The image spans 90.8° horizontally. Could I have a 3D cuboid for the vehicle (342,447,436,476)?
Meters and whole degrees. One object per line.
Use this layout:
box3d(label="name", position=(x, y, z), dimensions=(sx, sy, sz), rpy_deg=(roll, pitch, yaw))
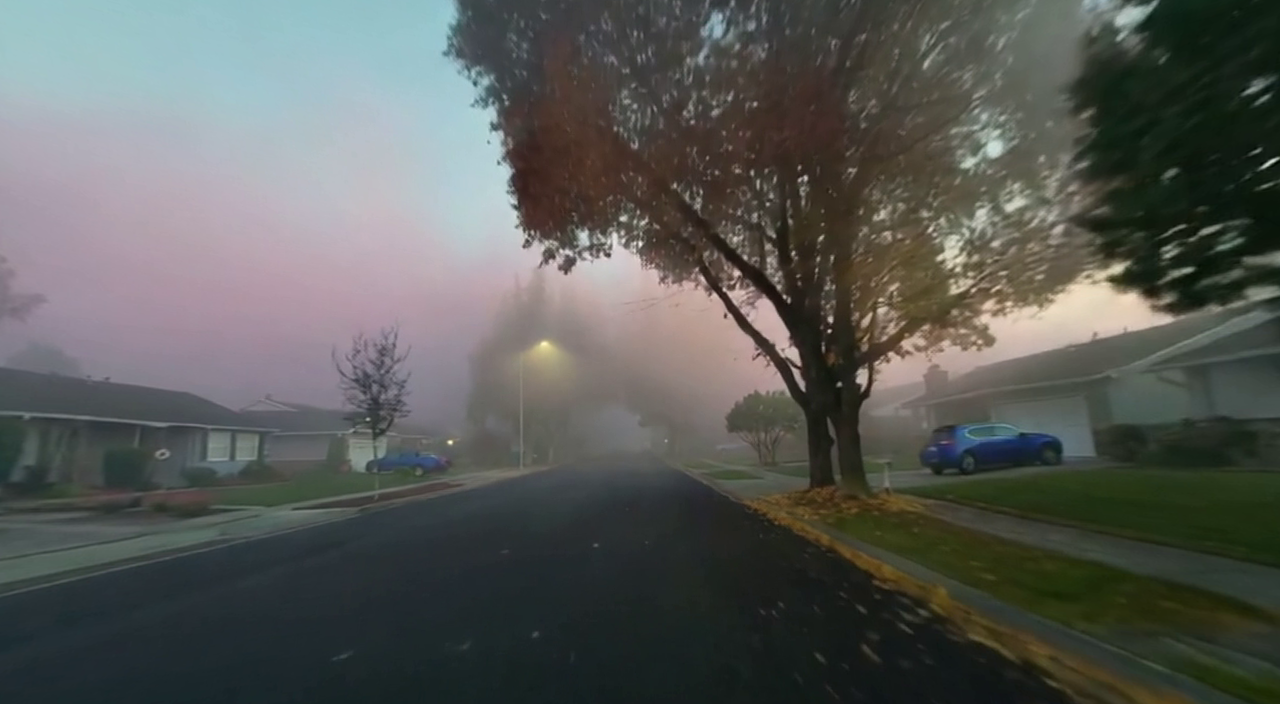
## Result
box3d(label="vehicle", position=(-15.296, 6.702, 38.723), dimensions=(4.830, 1.725, 2.116), rpy_deg=(0, -9, 1))

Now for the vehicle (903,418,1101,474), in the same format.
box3d(label="vehicle", position=(10.233, 2.700, 18.163), dimensions=(4.422, 1.488, 2.013), rpy_deg=(0, -9, 0))
